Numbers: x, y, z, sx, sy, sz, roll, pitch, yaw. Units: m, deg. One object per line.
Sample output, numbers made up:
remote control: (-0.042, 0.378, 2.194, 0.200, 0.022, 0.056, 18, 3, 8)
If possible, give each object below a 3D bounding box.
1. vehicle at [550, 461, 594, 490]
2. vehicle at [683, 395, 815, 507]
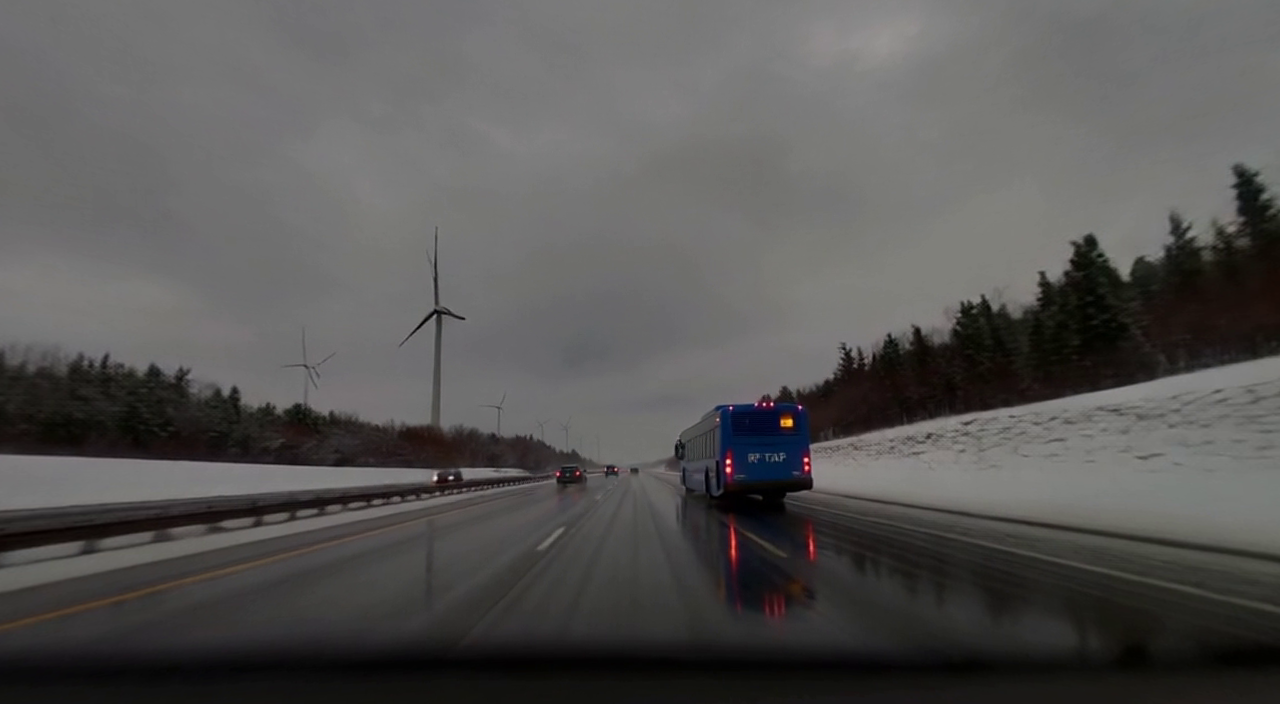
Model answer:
vehicle: (-4.012, 7.432, 38.040, 2.213, 1.568, 4.274, 1, -10, -1)
vehicle: (3.985, 4.493, 27.529, 2.941, 3.574, 14.463, 1, -10, -1)
